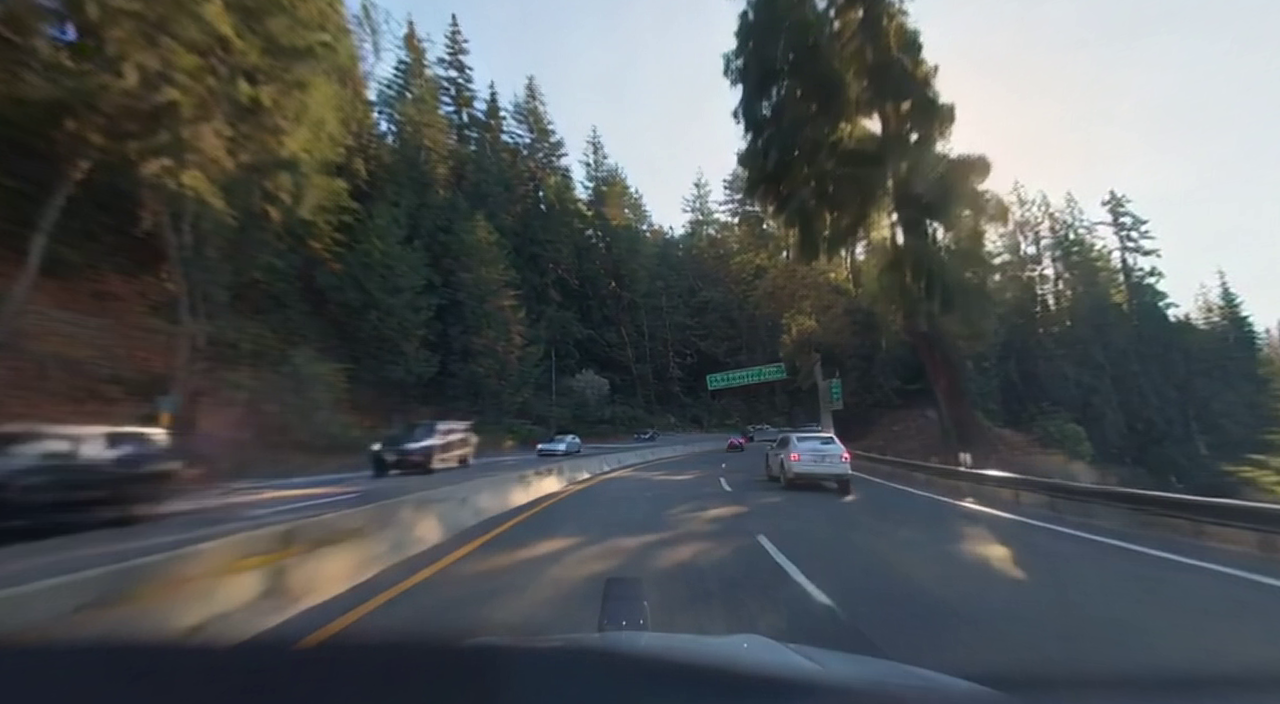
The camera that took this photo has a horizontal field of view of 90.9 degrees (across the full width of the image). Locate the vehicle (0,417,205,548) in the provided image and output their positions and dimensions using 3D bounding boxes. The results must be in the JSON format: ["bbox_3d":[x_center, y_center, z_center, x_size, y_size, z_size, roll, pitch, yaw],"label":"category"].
[{"bbox_3d":[-8.298,1.664,8.344,1.814,1.508,4.342,-1,-8,3],"label":"vehicle"}]

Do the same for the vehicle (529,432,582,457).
[{"bbox_3d":[-5.227,5.793,39.494,1.931,1.492,4.374,-2,-8,11],"label":"vehicle"}]

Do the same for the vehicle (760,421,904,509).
[{"bbox_3d":[4.164,2.520,14.525,2.112,1.708,4.380,-1,-8,3],"label":"vehicle"}]

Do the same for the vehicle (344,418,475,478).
[{"bbox_3d":[-7.552,3.226,21.293,2.222,1.768,4.699,-1,-8,6],"label":"vehicle"}]
